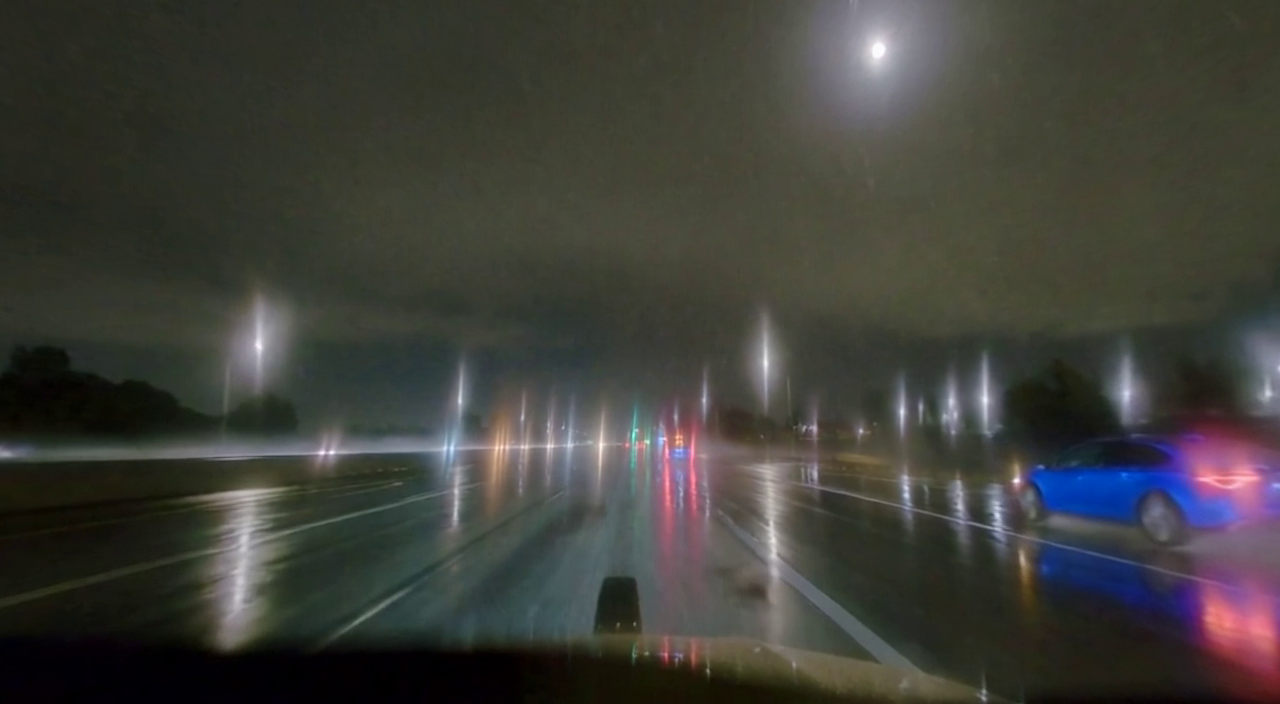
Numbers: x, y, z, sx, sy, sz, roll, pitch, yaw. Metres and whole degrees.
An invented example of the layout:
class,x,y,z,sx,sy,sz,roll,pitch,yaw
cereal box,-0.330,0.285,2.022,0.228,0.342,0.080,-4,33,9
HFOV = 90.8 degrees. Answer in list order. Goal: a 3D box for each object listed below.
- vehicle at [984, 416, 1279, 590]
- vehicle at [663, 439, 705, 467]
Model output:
class,x,y,z,sx,sy,sz,roll,pitch,yaw
vehicle,6.765,1.650,7.734,2.227,1.522,5.041,0,-8,0
vehicle,2.691,6.294,39.421,2.270,1.615,3.770,0,-8,-1
